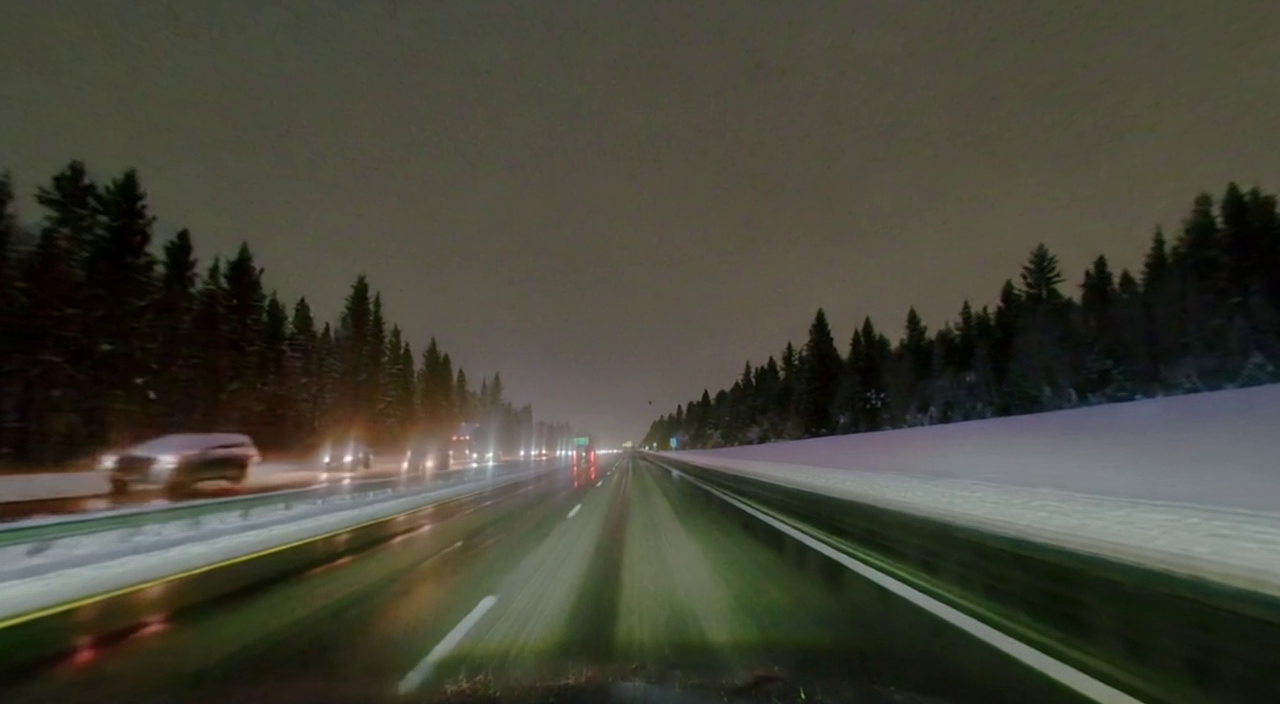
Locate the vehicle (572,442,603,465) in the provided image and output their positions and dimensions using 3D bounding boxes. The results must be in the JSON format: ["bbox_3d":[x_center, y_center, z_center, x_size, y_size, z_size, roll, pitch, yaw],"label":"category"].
[{"bbox_3d":[-4.044,7.939,48.892,2.098,1.692,4.038,0,-9,0],"label":"vehicle"}]

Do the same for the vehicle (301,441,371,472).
[{"bbox_3d":[-16.661,5.740,34.547,1.762,1.539,4.124,0,-9,0],"label":"vehicle"}]

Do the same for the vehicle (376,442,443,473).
[{"bbox_3d":[-11.682,5.377,32.084,1.887,1.473,4.124,0,-9,0],"label":"vehicle"}]

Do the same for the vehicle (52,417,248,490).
[{"bbox_3d":[-14.781,3.109,19.395,2.109,1.954,4.790,0,-9,1],"label":"vehicle"}]
